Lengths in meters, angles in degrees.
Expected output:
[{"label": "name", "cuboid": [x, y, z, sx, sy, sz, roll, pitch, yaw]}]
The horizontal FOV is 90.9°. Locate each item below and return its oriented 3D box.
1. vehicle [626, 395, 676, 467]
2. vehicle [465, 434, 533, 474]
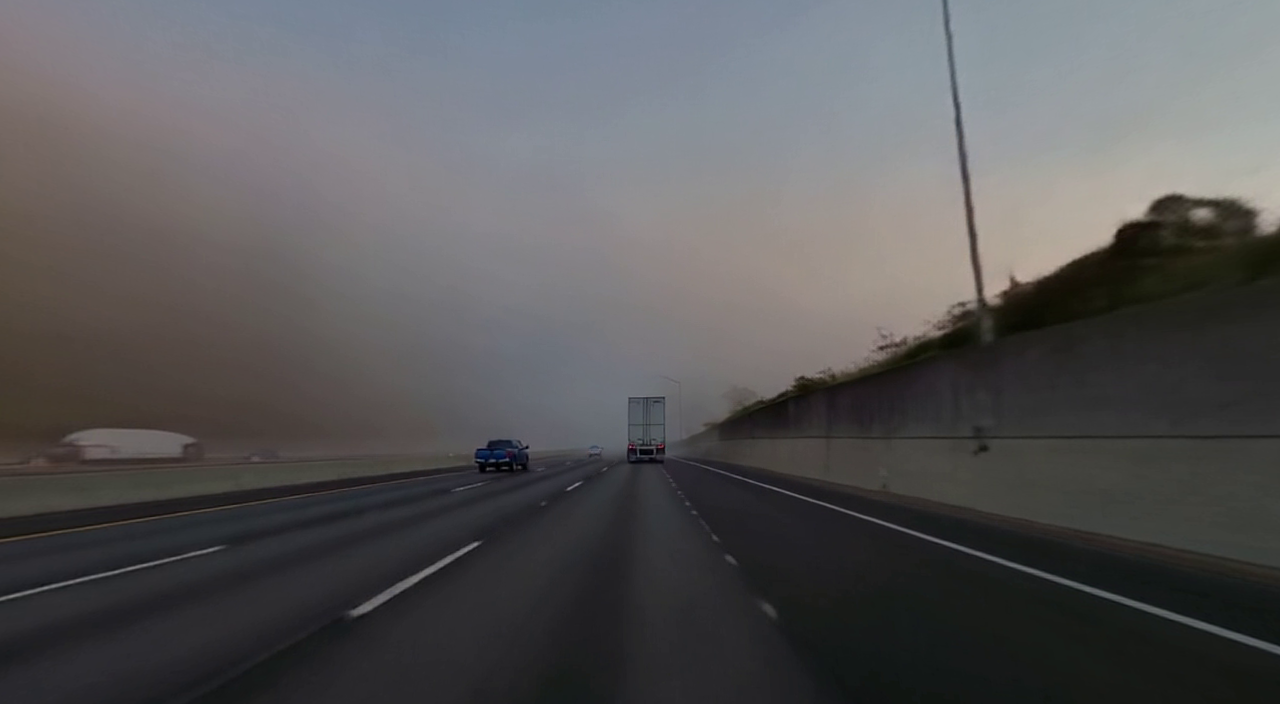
[{"label": "vehicle", "cuboid": [0.730, 5.791, 45.110, 2.951, 4.229, 15.519, 0, -8, 0]}, {"label": "vehicle", "cuboid": [-6.965, 5.106, 31.811, 2.113, 1.837, 5.339, 0, -8, 1]}]
